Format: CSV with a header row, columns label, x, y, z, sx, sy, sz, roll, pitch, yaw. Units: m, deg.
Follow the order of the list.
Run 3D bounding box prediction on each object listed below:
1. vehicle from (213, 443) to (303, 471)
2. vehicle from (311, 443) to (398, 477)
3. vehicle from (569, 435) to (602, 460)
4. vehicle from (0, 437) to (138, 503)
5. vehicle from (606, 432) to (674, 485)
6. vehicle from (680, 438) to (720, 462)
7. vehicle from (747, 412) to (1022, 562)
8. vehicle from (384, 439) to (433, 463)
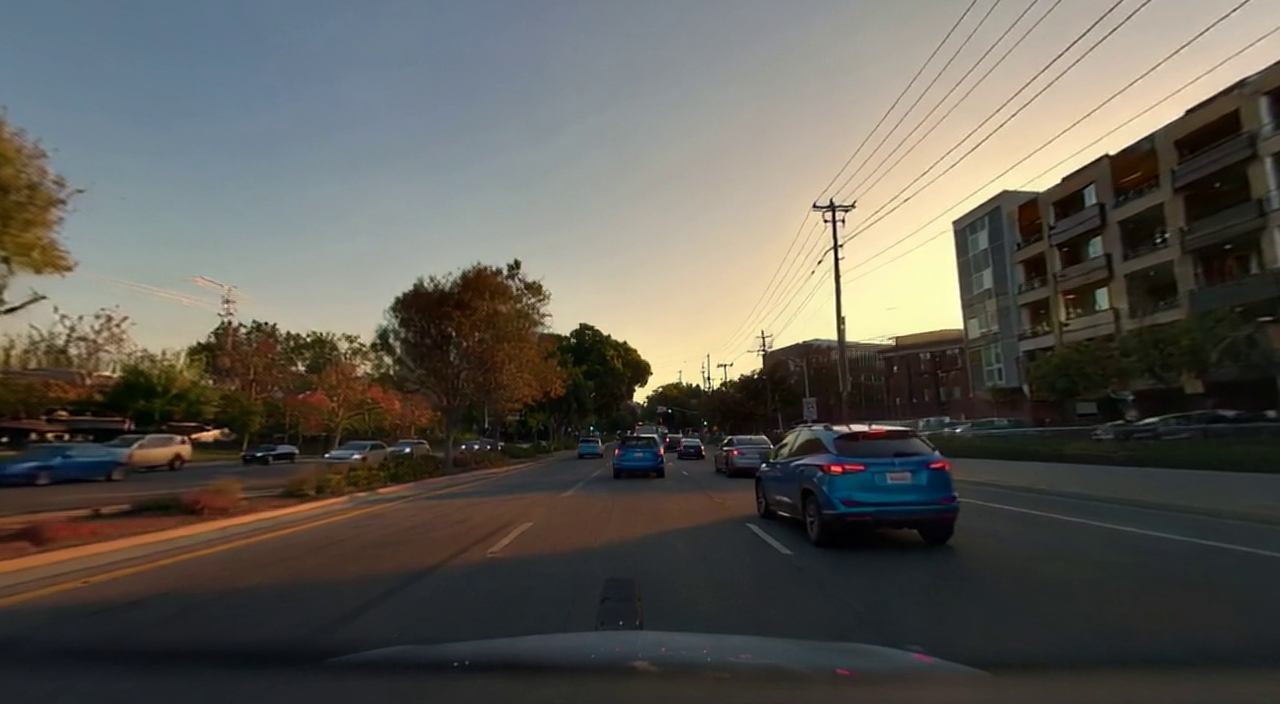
label,x,y,z,sx,sy,sz,roll,pitch,yaw
vehicle,-22.712,6.249,37.870,2.154,1.568,5.081,-1,-9,1
vehicle,-13.244,5.035,29.653,1.932,1.455,4.485,-1,-9,0
vehicle,-4.137,7.356,48.660,2.104,1.773,4.338,0,-9,0
vehicle,-16.831,3.218,17.592,1.944,1.624,4.561,0,-9,0
vehicle,-0.018,3.560,21.393,2.073,1.606,3.933,0,-9,0
vehicle,3.760,6.263,40.425,2.054,1.461,4.321,0,-9,-1
vehicle,3.149,1.863,9.496,2.123,1.657,4.719,0,-9,-2
vehicle,-17.026,7.339,46.780,1.905,1.634,4.617,0,-9,-1
